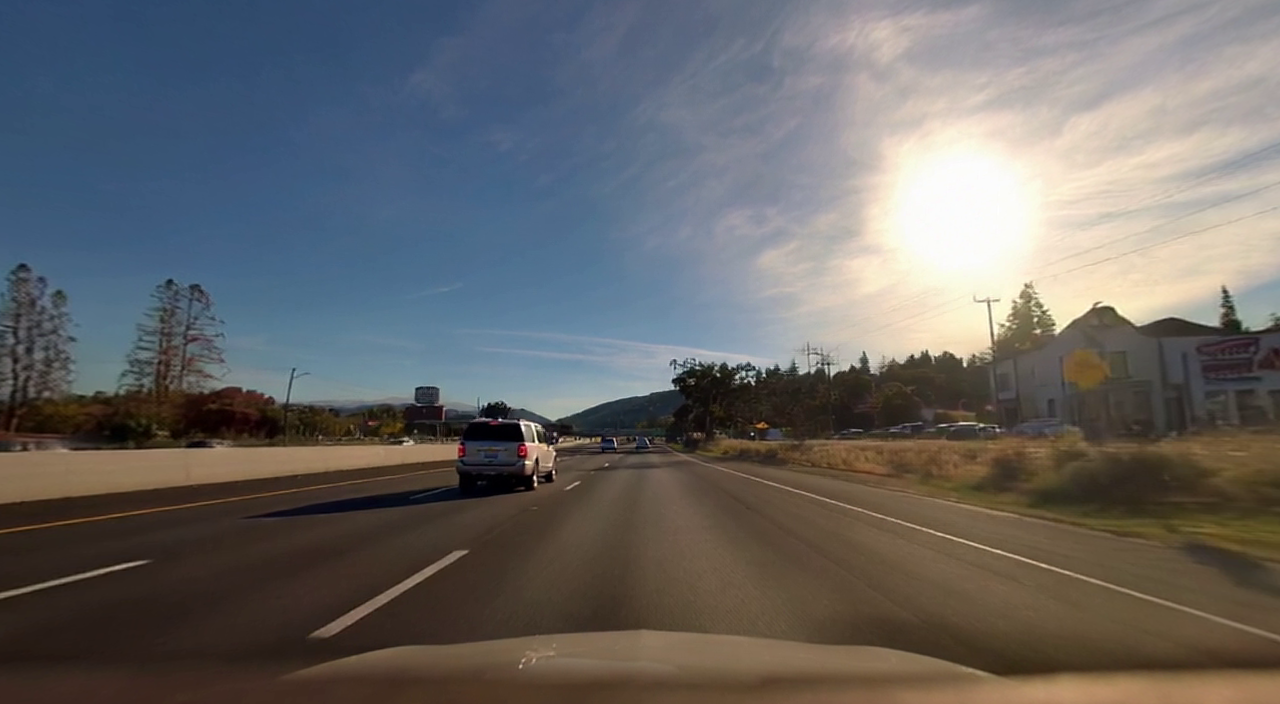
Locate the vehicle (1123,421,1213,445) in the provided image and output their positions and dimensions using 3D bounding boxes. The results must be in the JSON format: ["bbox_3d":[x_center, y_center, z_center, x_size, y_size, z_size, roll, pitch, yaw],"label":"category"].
[{"bbox_3d":[33.797,5.205,40.445,4.157,1.498,1.870,1,-8,-4],"label":"vehicle"}]

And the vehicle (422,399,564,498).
[{"bbox_3d":[-3.640,2.575,17.046,2.352,2.209,5.802,0,-8,1],"label":"vehicle"}]
